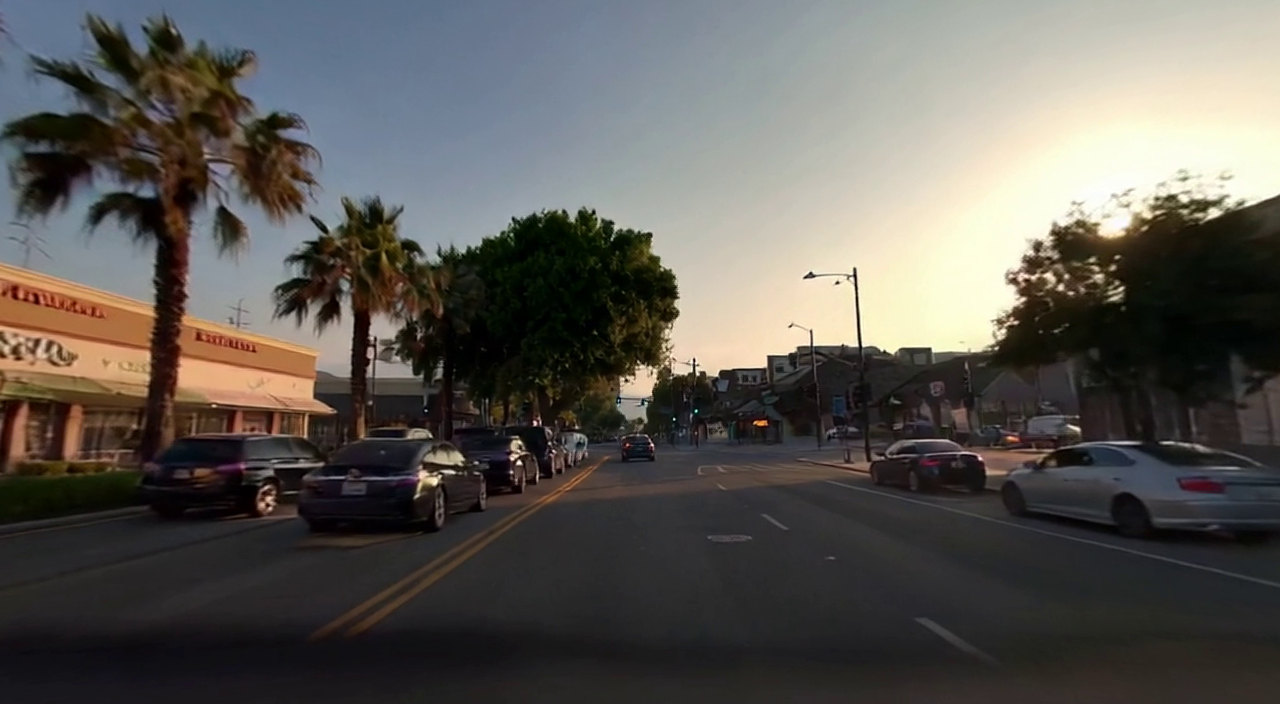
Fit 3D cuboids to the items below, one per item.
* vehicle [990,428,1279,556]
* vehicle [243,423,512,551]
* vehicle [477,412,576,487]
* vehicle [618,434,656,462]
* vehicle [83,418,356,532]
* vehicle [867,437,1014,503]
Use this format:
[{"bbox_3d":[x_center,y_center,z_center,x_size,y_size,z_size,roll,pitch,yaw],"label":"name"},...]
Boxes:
[{"bbox_3d":[7.774,2.049,9.964,1.985,1.549,4.404,0,-9,1],"label":"vehicle"},{"bbox_3d":[-3.537,1.919,9.698,2.044,1.462,4.624,0,-9,2],"label":"vehicle"},{"bbox_3d":[-3.333,2.999,19.513,2.158,2.040,4.511,0,-9,0],"label":"vehicle"},{"bbox_3d":[-0.146,5.571,36.468,2.092,1.497,4.446,0,-9,0],"label":"vehicle"},{"bbox_3d":[-6.663,1.984,10.680,1.668,1.525,4.168,0,-9,1],"label":"vehicle"},{"bbox_3d":[7.744,3.060,16.775,1.888,1.496,4.294,0,-9,2],"label":"vehicle"}]
